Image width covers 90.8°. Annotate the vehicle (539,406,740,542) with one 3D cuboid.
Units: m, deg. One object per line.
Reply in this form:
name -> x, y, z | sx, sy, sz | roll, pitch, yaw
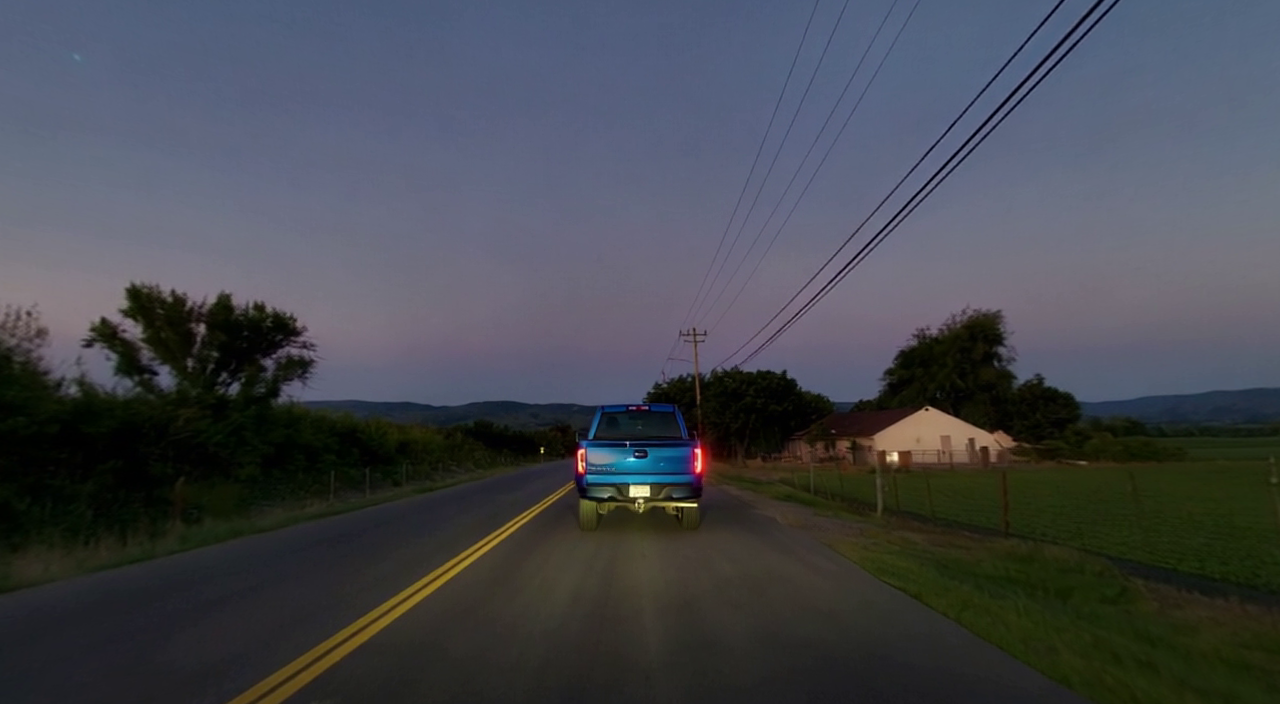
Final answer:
vehicle -> -0.087, 2.121, 11.762 | 2.774, 1.861, 5.885 | 0, -8, -2
